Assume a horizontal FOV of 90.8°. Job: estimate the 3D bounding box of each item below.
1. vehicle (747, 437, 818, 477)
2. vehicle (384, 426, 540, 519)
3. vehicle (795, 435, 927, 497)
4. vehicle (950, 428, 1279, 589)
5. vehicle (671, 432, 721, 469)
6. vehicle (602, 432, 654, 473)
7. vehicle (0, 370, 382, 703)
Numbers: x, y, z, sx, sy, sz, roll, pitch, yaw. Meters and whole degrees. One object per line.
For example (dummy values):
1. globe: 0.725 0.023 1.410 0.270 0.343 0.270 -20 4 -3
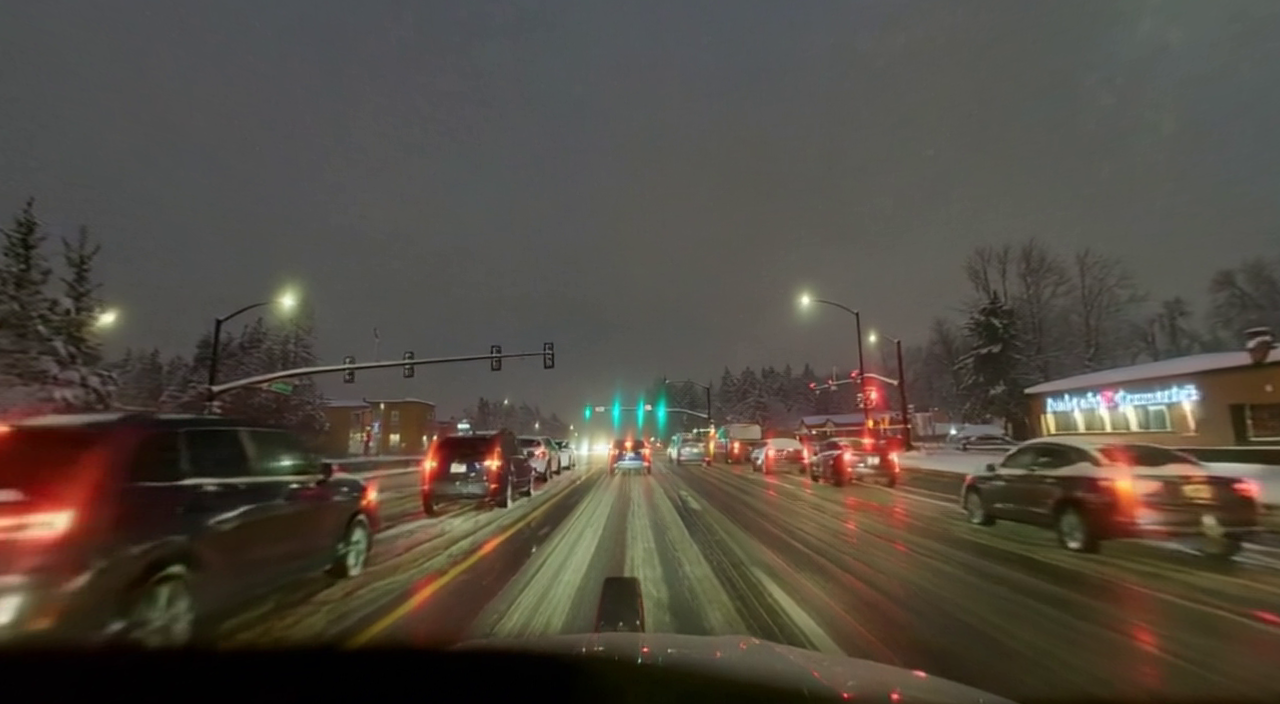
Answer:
1. vehicle: 5.940 4.437 26.903 1.884 1.522 4.557 0 -8 -1
2. vehicle: -3.507 2.454 13.428 2.063 1.625 4.290 0 -8 0
3. vehicle: 6.033 3.164 17.968 1.969 1.502 4.663 0 -8 -1
4. vehicle: 6.103 1.761 8.073 2.017 1.453 4.497 0 -8 1
5. vehicle: 2.785 5.059 32.533 2.018 1.779 4.338 0 -8 -2
6. vehicle: -0.547 4.691 29.569 2.261 1.741 4.255 0 -8 -1
7. vehicle: -3.609 1.154 4.367 1.934 1.624 3.964 0 -8 0
